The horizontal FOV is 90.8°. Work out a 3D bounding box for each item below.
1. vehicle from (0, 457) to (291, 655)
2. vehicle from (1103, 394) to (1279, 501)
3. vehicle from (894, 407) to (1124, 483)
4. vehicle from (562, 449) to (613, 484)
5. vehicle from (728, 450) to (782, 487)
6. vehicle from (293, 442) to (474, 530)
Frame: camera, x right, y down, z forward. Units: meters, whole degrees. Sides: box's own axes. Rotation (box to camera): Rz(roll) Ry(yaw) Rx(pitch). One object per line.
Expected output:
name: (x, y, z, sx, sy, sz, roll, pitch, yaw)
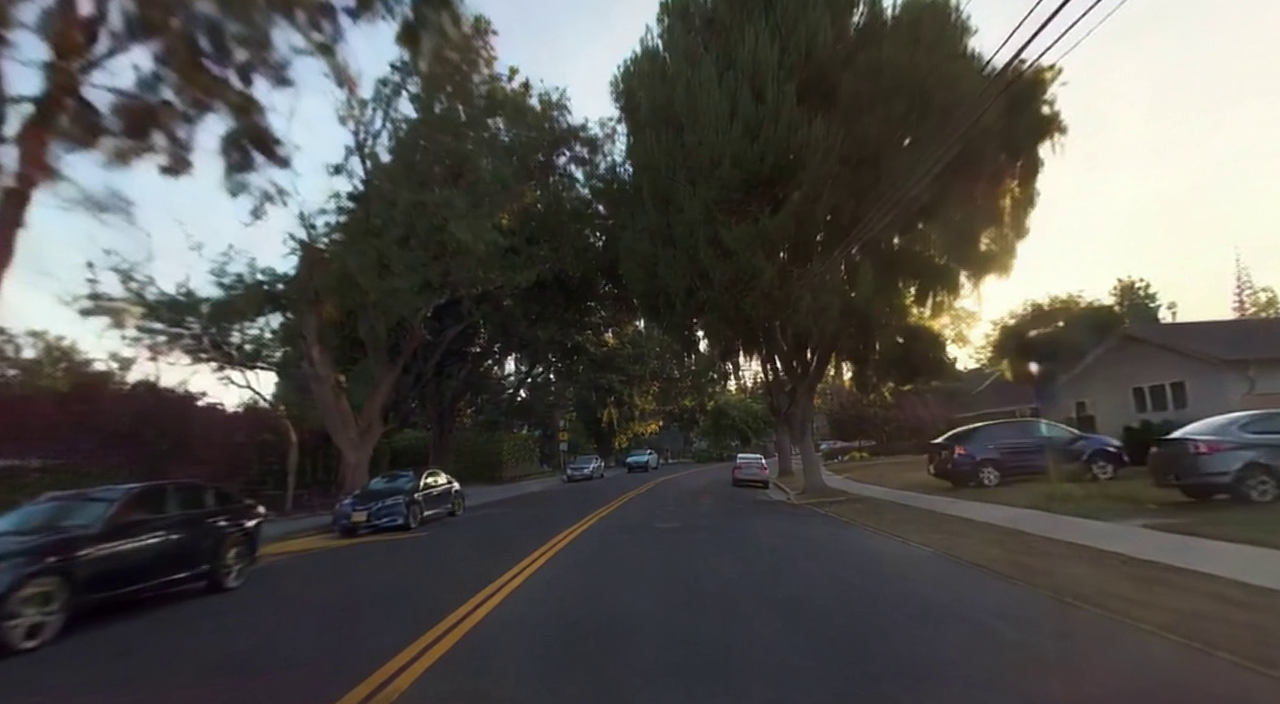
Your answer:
vehicle: (-5.866, 2.030, 6.598, 1.886, 1.494, 4.149, -2, -14, 2)
vehicle: (10.553, 1.489, 10.072, 4.744, 1.507, 1.953, -1, -8, 0)
vehicle: (10.066, 2.614, 17.668, 5.009, 1.906, 2.046, -2, -9, 8)
vehicle: (-2.887, 6.489, 35.434, 2.005, 1.557, 4.172, -4, -15, 7)
vehicle: (4.962, 5.054, 27.752, 1.972, 1.460, 4.137, -1, -9, 5)
vehicle: (-5.368, 3.103, 13.999, 1.972, 1.536, 4.347, -3, -16, 3)
